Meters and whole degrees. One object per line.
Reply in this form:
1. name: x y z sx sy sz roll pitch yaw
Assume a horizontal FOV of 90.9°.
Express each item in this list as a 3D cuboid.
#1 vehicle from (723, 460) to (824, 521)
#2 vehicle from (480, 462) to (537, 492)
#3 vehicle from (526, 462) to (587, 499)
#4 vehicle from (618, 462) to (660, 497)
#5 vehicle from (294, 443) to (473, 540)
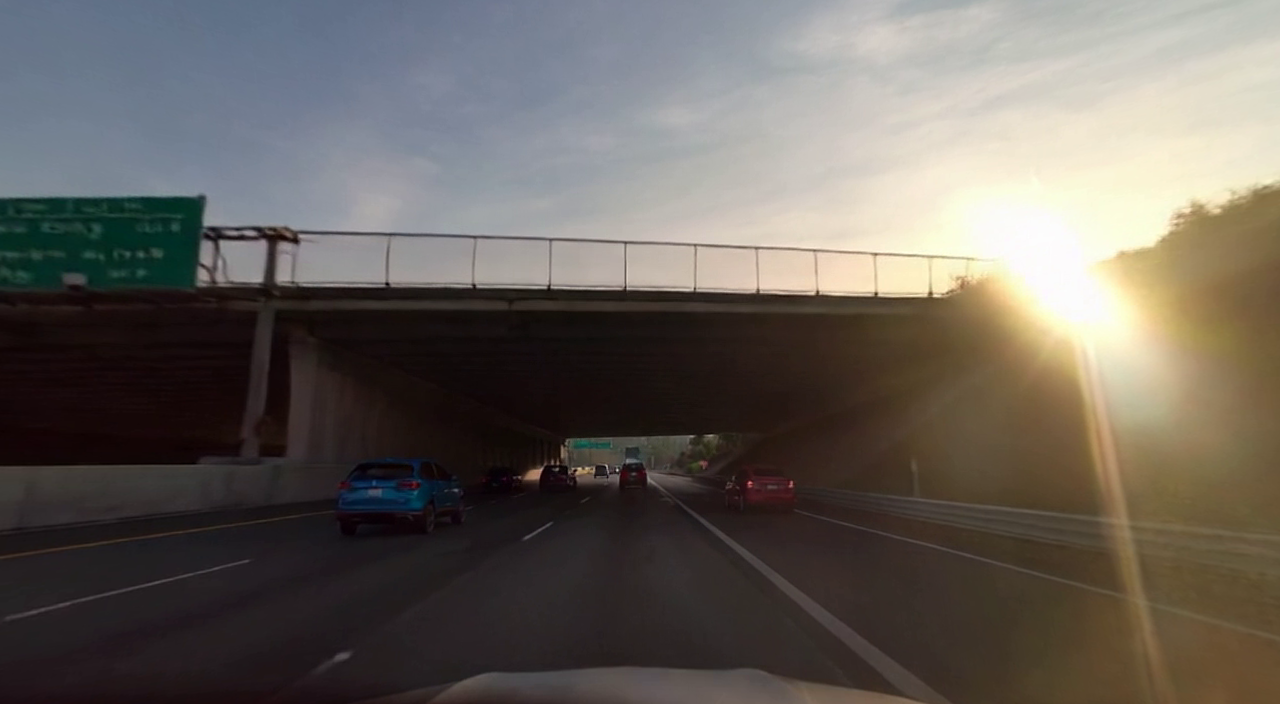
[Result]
1. vehicle: 3.806 4.037 18.710 1.992 1.557 4.017 1 -11 -2
2. vehicle: -7.368 7.080 35.748 2.142 1.545 4.708 1 -11 1
3. vehicle: -3.713 5.829 28.806 2.102 1.521 4.687 1 -11 0
4. vehicle: -0.068 6.467 32.110 1.992 1.601 3.762 1 -11 0
5. vehicle: -5.228 2.942 13.668 2.069 1.699 4.452 1 -11 -1
